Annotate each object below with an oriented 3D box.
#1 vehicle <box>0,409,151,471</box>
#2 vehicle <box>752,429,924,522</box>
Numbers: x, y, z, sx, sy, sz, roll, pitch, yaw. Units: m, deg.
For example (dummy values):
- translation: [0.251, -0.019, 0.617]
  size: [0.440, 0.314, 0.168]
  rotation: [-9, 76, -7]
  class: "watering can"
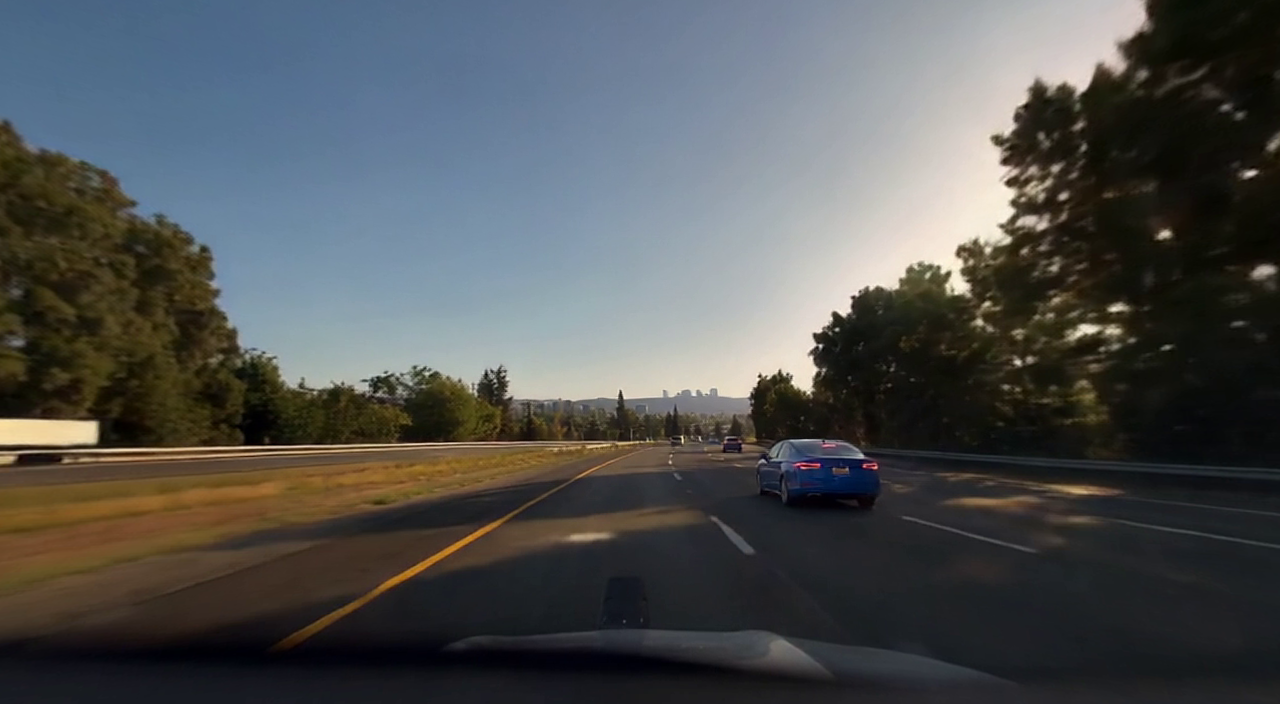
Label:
- translation: [-38.585, 5.709, 40.649]
  size: [2.819, 3.585, 13.768]
  rotation: [-1, -8, 2]
  class: "vehicle"
- translation: [3.721, 2.394, 12.823]
  size: [2.050, 1.546, 4.344]
  rotation: [0, -8, 0]
  class: "vehicle"
